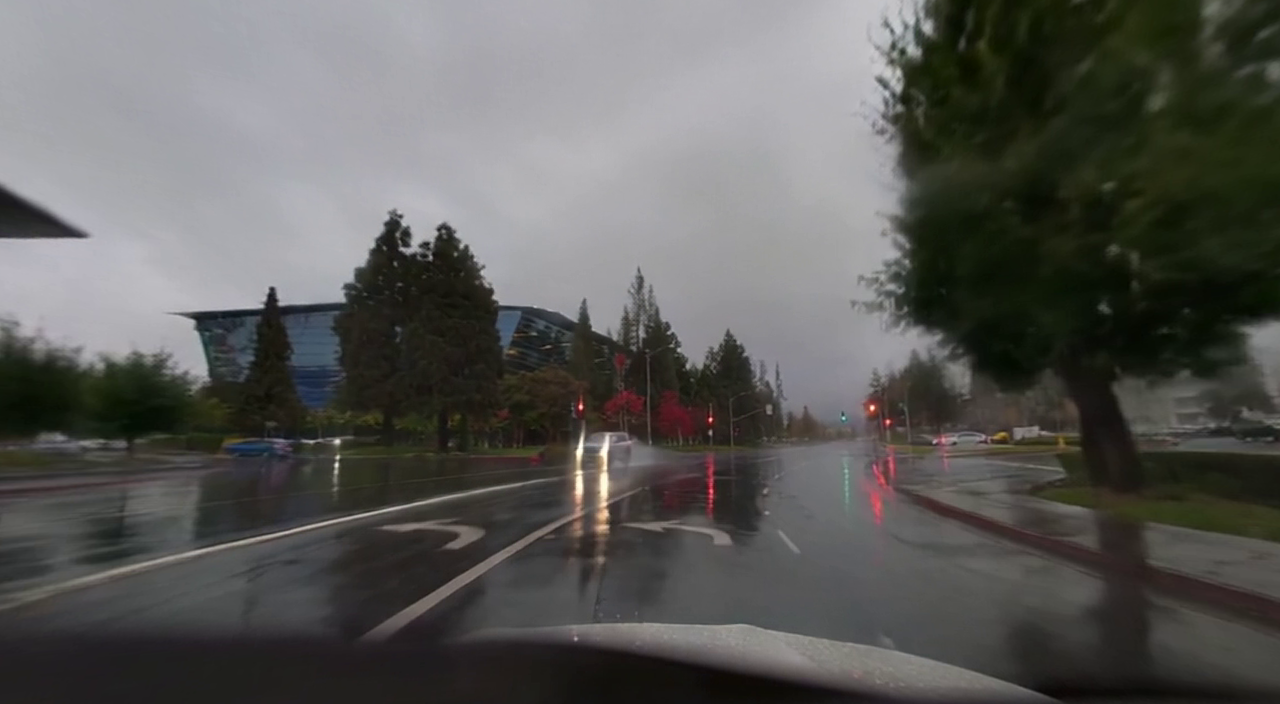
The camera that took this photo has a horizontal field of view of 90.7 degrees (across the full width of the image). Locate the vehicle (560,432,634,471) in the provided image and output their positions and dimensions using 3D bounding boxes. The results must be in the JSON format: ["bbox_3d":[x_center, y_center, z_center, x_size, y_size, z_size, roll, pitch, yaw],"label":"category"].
[{"bbox_3d":[-1.937,4.718,30.115,2.117,1.683,4.565,-3,-9,16],"label":"vehicle"}]
